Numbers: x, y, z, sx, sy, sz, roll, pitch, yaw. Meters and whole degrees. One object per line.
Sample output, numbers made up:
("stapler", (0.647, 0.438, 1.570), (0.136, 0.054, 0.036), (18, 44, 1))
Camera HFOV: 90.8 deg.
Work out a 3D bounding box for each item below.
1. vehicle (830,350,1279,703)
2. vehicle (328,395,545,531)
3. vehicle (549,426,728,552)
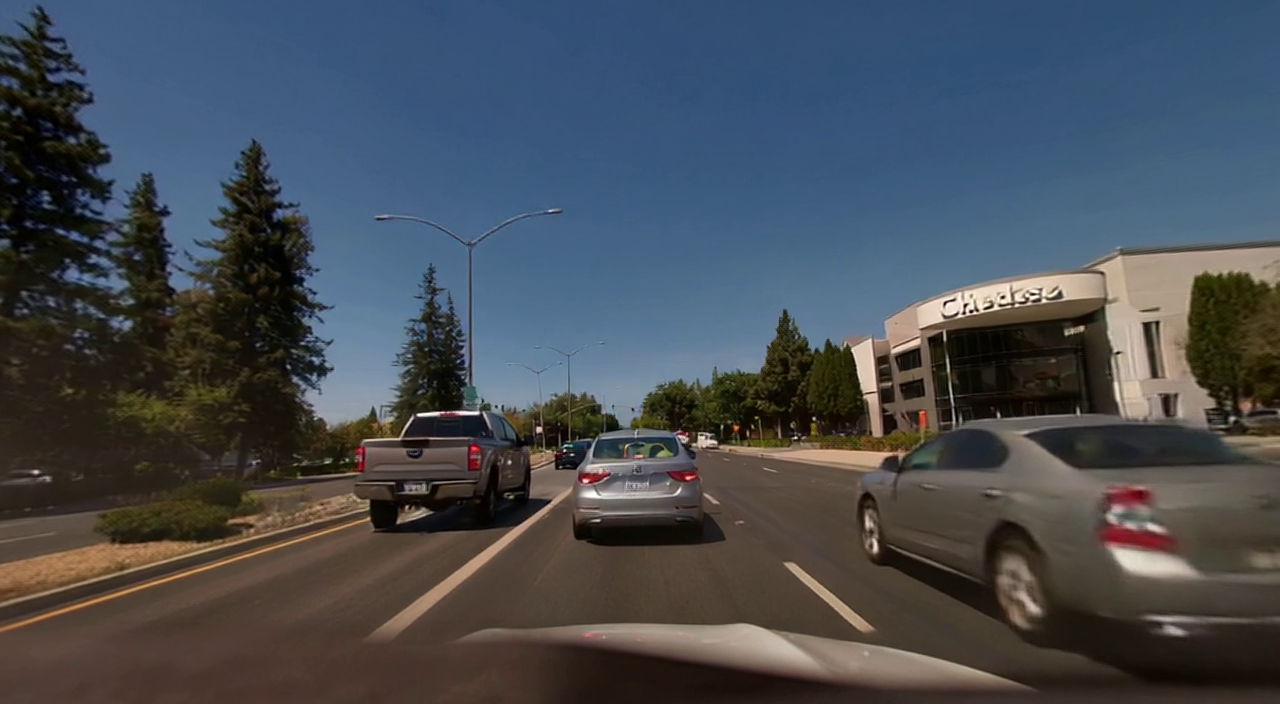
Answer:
("vehicle", (3.337, 1.165, 5.001), (2.092, 1.658, 4.814), (0, -8, -1))
("vehicle", (-3.413, 2.038, 12.110), (2.301, 1.985, 5.531), (0, -8, 0))
("vehicle", (-0.071, 1.932, 9.569), (2.126, 1.475, 3.967), (0, -8, -2))
